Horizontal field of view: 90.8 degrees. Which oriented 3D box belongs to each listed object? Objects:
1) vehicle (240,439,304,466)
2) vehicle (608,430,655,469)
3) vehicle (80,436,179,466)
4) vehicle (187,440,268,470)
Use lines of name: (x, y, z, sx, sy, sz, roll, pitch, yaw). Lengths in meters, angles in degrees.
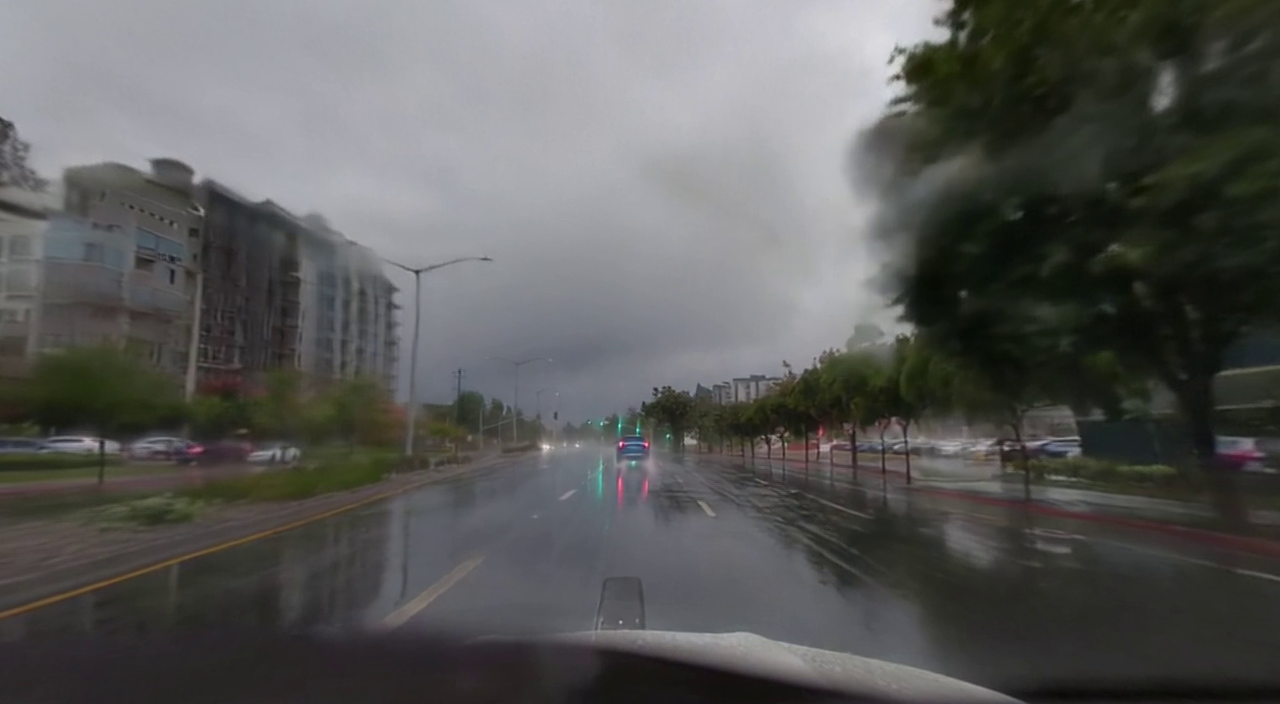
vehicle: (-27.203, 7.447, 46.915, 1.978, 1.835, 4.932, 0, -8, -3)
vehicle: (-0.416, 5.028, 32.671, 2.260, 1.872, 4.578, 0, -8, 0)
vehicle: (-35.357, 6.898, 44.013, 2.181, 1.913, 5.591, 0, -9, 0)
vehicle: (-26.926, 6.698, 41.435, 1.992, 1.798, 4.987, 0, -8, -1)
